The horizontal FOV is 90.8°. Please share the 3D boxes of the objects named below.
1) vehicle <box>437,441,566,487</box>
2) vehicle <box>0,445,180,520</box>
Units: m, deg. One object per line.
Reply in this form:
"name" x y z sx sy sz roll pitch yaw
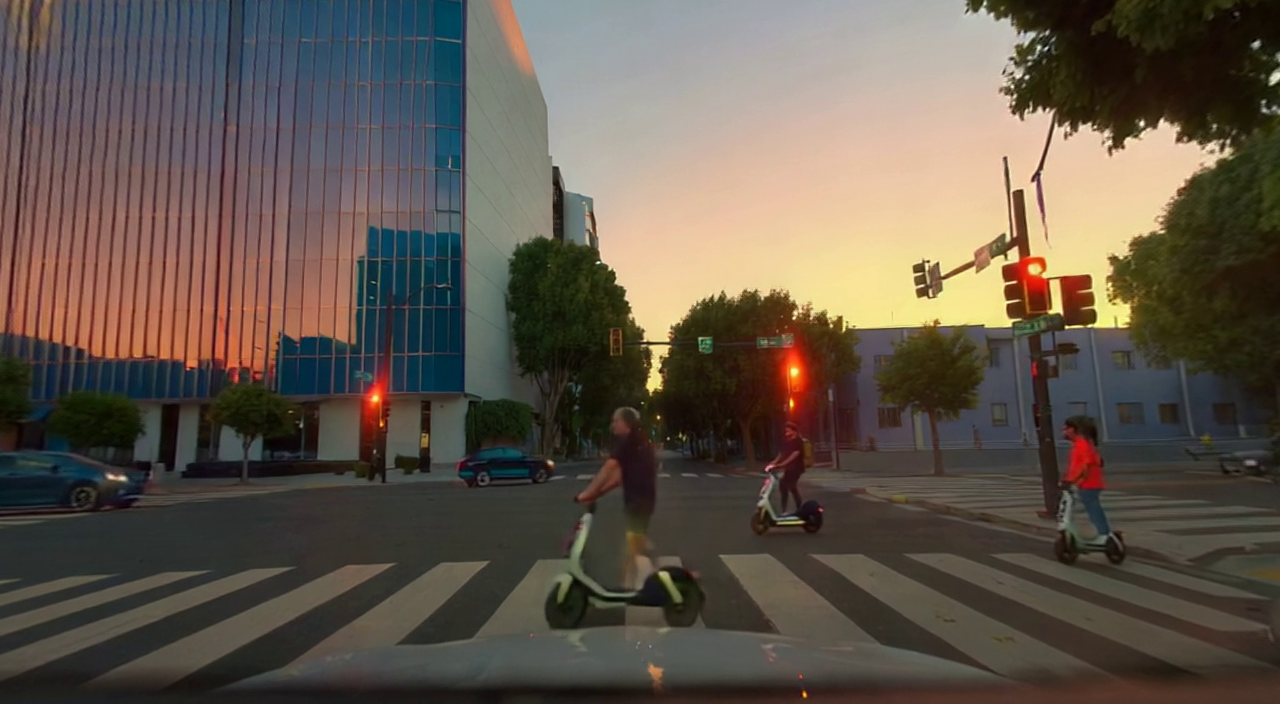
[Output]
"vehicle" -5.408 4.380 25.122 2.051 1.616 4.641 -8 -12 43
"vehicle" -14.900 3.241 15.952 4.802 1.724 2.122 0 -8 -2
